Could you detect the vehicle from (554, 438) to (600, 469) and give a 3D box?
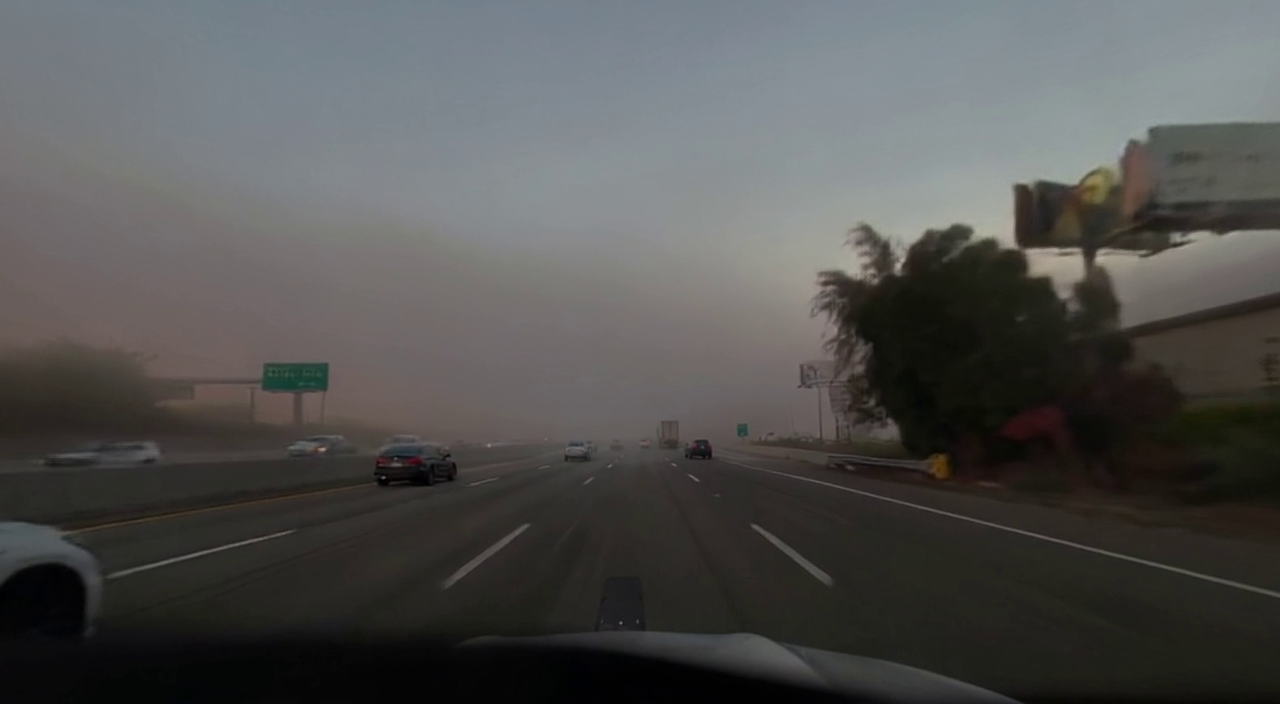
[{"bbox_3d":[-3.355,5.492,34.123,2.001,1.577,4.055,0,-9,1],"label":"vehicle"}]

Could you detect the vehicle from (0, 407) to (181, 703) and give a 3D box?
[{"bbox_3d":[-3.827,0.814,1.621,2.008,1.504,4.264,0,-9,1],"label":"vehicle"}]

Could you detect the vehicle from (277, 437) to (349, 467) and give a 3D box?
[{"bbox_3d":[-19.566,6.002,37.895,1.927,1.661,4.379,0,-9,0],"label":"vehicle"}]

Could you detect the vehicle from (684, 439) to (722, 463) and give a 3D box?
[{"bbox_3d":[4.187,6.725,42.830,2.135,1.532,4.506,1,-9,0],"label":"vehicle"}]

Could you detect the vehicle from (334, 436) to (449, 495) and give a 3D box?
[{"bbox_3d":[-7.171,3.302,18.621,1.865,1.518,3.620,0,-9,1],"label":"vehicle"}]
